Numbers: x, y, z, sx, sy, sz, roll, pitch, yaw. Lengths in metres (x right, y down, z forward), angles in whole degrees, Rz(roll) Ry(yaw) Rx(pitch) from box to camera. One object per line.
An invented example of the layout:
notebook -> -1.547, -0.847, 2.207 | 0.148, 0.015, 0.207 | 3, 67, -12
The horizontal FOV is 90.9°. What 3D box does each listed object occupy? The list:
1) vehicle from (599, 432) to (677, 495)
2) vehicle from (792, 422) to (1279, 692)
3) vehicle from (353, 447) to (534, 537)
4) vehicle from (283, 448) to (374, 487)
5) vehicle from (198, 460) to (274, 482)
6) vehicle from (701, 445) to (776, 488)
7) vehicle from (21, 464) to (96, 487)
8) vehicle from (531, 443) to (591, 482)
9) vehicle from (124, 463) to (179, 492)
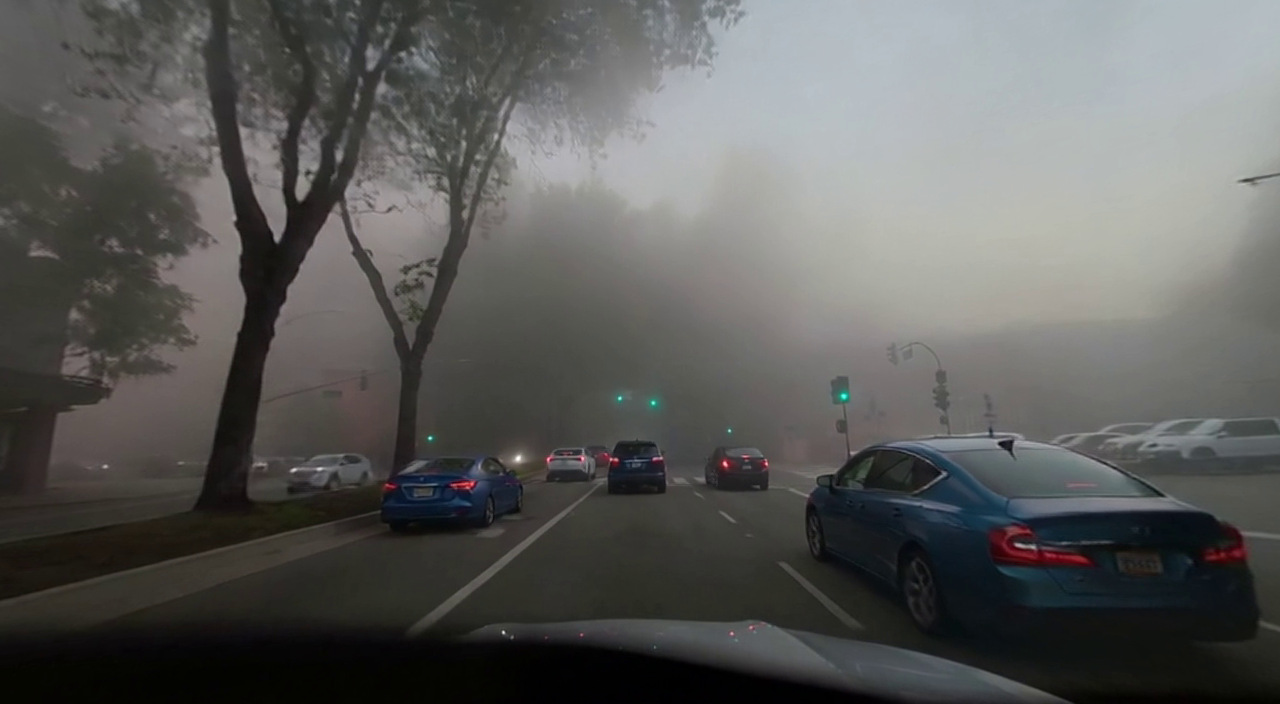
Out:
vehicle -> -0.061, 3.716, 21.478 | 2.361, 1.898, 4.465 | 0, -8, 0
vehicle -> 2.988, 1.467, 5.805 | 2.052, 1.475, 4.540 | 0, -8, 0
vehicle -> -3.434, 2.504, 11.926 | 2.115, 1.369, 3.908 | 0, -8, 1
vehicle -> -15.992, 5.919, 32.688 | 2.205, 1.795, 4.757 | 0, -8, 1
vehicle -> -29.663, 8.719, 46.323 | 4.488, 1.445, 2.098 | -2, -9, 13
vehicle -> 3.590, 4.260, 23.828 | 2.058, 1.472, 4.317 | 0, -8, -1
vehicle -> -42.432, 8.956, 45.979 | 4.552, 1.492, 1.882 | -3, -9, 17
vehicle -> -3.463, 4.938, 28.502 | 2.130, 1.645, 3.995 | 0, -8, 1
vehicle -> -28.974, 7.392, 37.316 | 1.921, 1.452, 4.549 | 8, -12, -44
